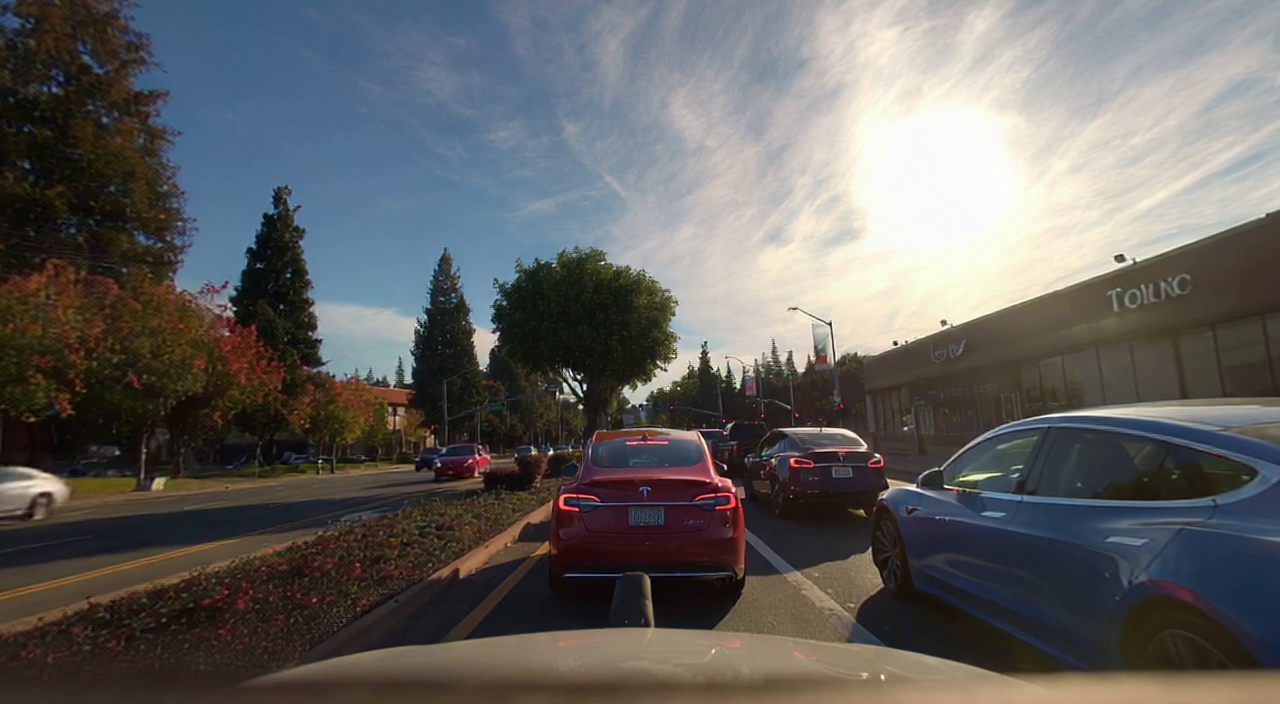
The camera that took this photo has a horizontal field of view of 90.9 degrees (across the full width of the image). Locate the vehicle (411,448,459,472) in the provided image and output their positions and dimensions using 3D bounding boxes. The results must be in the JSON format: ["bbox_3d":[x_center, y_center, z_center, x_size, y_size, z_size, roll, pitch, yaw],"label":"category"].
[{"bbox_3d":[-15.117,7.955,46.733,2.005,1.630,4.556,0,-8,1],"label":"vehicle"}]

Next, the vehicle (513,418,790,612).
[{"bbox_3d":[0.103,1.556,6.914,2.137,1.488,3.938,0,-8,0],"label":"vehicle"}]

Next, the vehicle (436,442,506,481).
[{"bbox_3d":[-7.715,5.036,29.292,1.999,1.662,4.291,0,-8,1],"label":"vehicle"}]

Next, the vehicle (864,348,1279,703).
[{"bbox_3d":[3.192,1.062,3.800,2.038,1.651,4.455,0,-8,0],"label":"vehicle"}]
